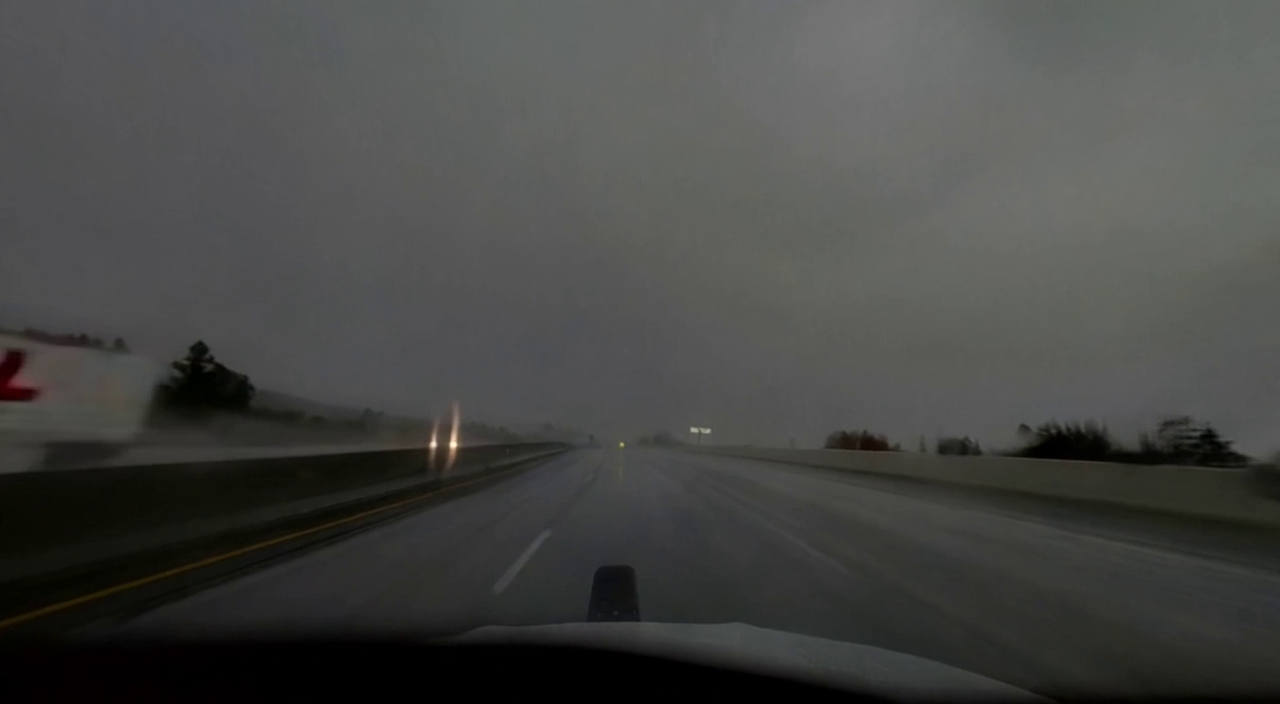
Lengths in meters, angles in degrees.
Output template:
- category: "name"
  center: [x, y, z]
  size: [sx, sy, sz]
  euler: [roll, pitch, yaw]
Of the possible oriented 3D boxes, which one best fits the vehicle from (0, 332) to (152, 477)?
- category: "vehicle"
  center: [-19.776, 1.287, 16.374]
  size: [2.944, 4.119, 14.327]
  euler: [0, -8, -1]
